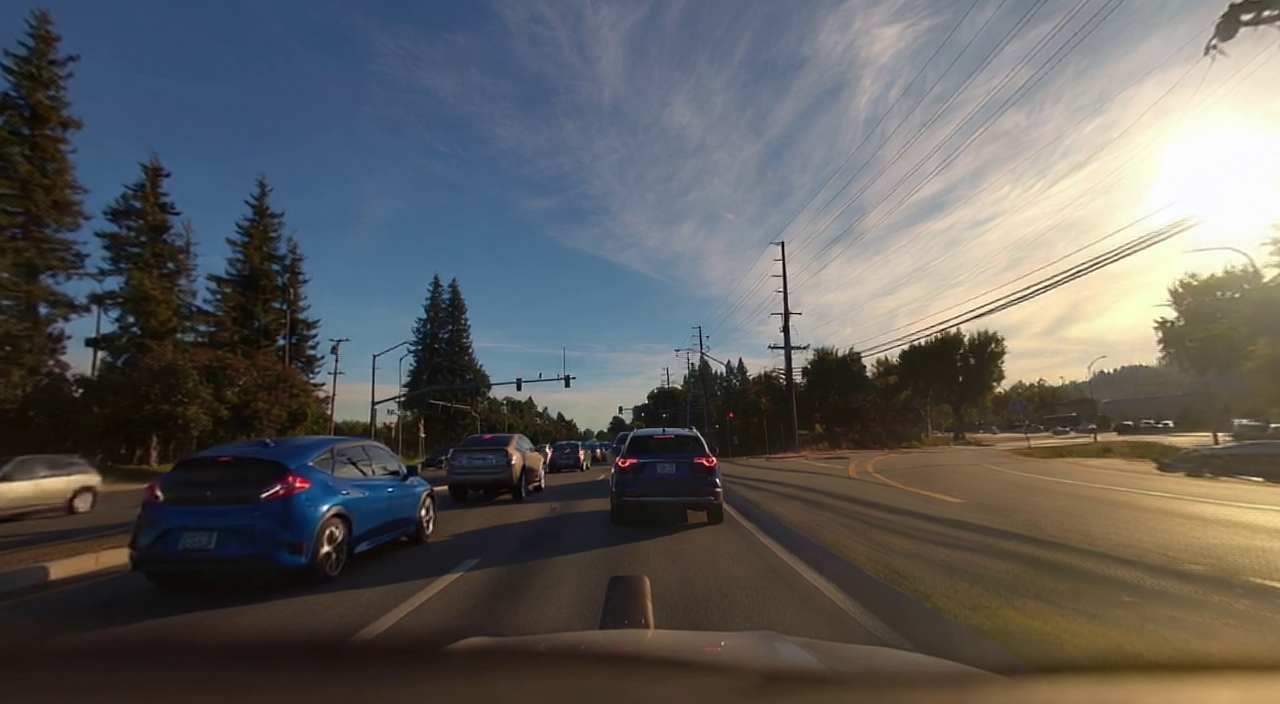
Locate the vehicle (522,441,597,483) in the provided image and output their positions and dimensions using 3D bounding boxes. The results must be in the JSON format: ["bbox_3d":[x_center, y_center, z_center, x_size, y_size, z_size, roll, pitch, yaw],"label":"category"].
[{"bbox_3d":[-2.927,4.112,23.852,2.105,1.436,4.311,-1,-9,2],"label":"vehicle"}]

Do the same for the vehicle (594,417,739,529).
[{"bbox_3d":[0.478,2.151,11.677,2.205,1.691,3.937,0,-9,2],"label":"vehicle"}]

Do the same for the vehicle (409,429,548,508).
[{"bbox_3d":[-3.665,2.743,15.271,2.018,1.621,4.441,-1,-9,2],"label":"vehicle"}]

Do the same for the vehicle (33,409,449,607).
[{"bbox_3d":[-3.822,1.552,7.115,1.999,1.563,4.007,0,-9,1],"label":"vehicle"}]
